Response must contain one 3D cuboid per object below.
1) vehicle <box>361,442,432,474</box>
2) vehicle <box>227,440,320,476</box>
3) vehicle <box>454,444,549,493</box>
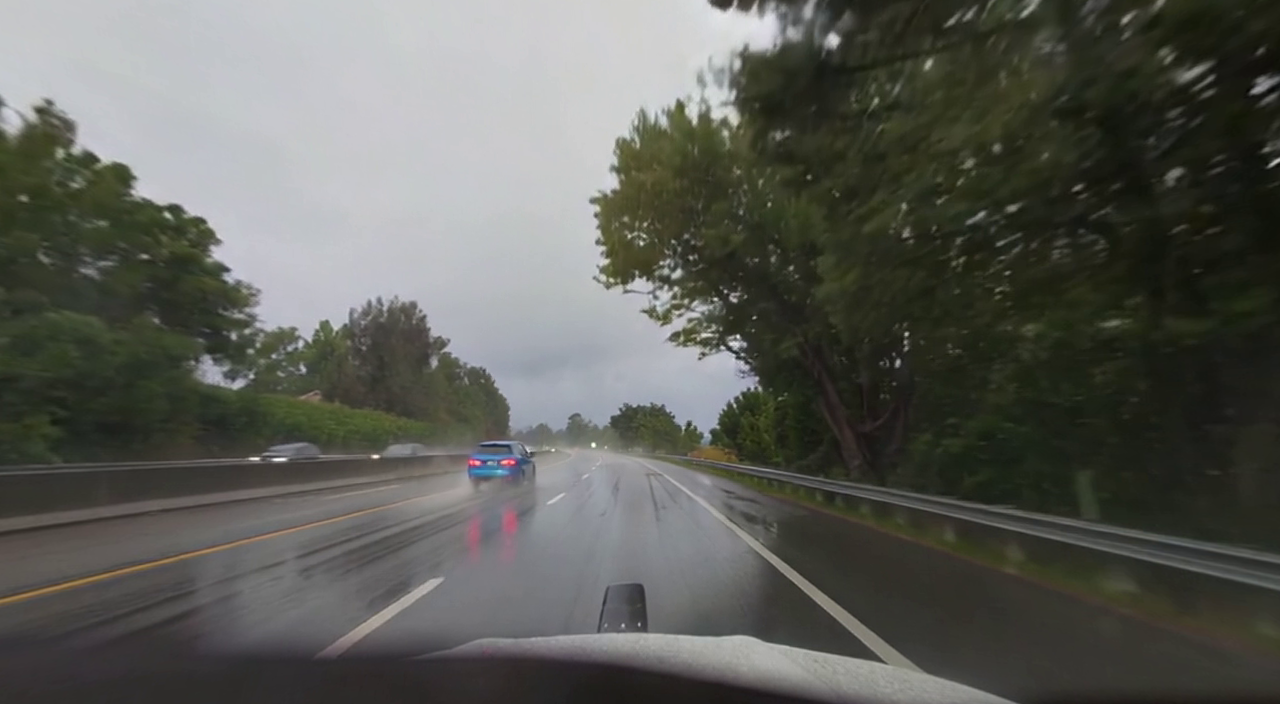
[{"bbox_3d":[-11.747,5.155,30.740,1.767,1.417,4.231,0,-9,0],"label":"vehicle"},{"bbox_3d":[-16.024,4.663,27.791,1.821,1.460,3.851,0,-9,-1],"label":"vehicle"},{"bbox_3d":[-4.426,3.808,20.934,2.126,1.411,4.433,0,-9,1],"label":"vehicle"}]
